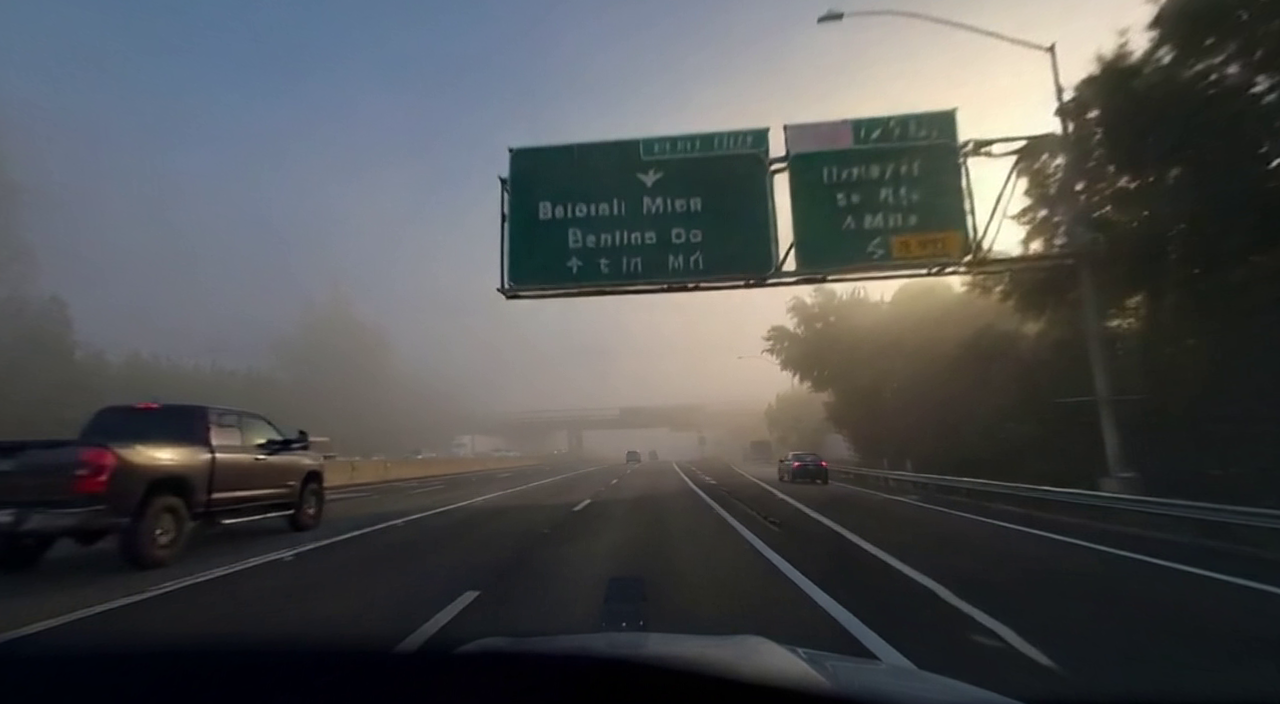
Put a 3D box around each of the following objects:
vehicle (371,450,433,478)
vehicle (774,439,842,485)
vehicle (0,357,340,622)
[{"bbox_3d":[-15.388,7.234,41.059,2.113,1.640,4.337,0,-8,3],"label":"vehicle"},{"bbox_3d":[7.552,4.961,28.838,2.146,1.929,4.388,0,-8,4],"label":"vehicle"},{"bbox_3d":[-6.513,1.605,8.408,2.264,2.379,5.248,0,-8,1],"label":"vehicle"}]
